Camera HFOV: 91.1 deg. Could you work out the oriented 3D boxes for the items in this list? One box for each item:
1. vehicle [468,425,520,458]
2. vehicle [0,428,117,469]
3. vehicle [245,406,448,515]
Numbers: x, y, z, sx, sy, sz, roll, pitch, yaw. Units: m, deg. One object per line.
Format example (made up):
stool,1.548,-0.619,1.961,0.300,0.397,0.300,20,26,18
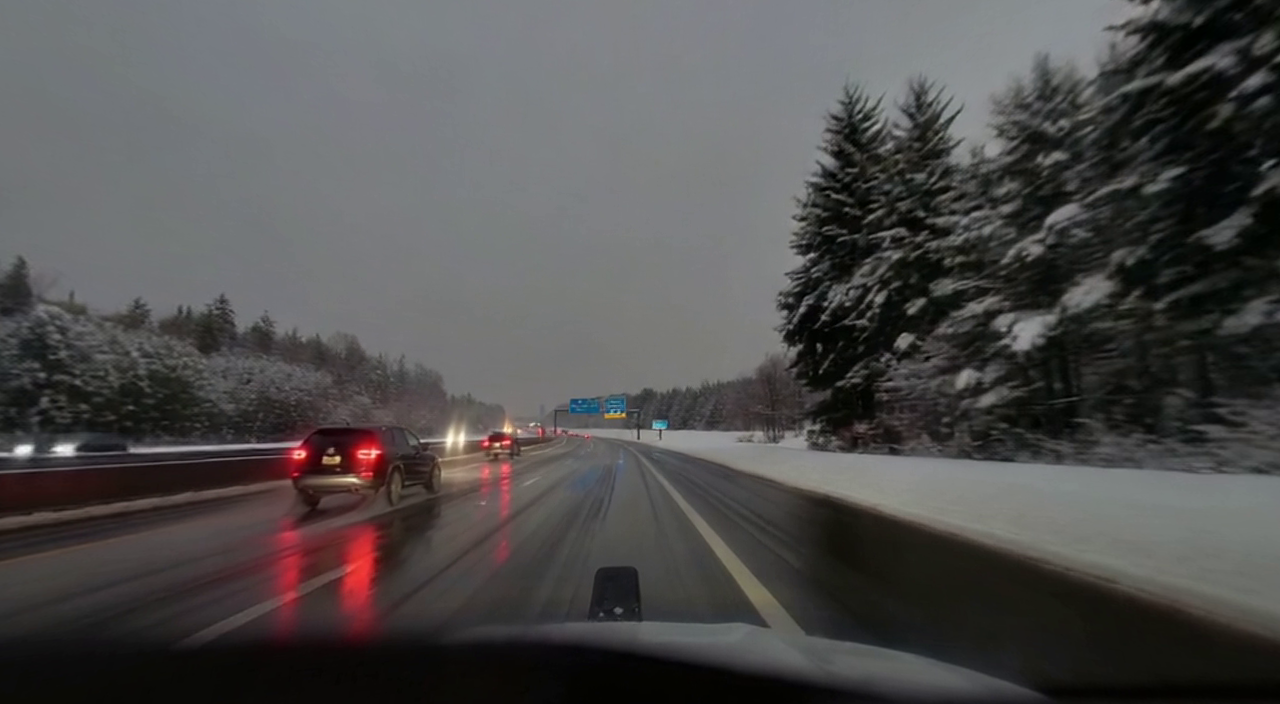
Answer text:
vehicle,-8.953,5.529,39.053,2.169,1.844,5.154,1,-8,-2
vehicle,-24.494,3.961,26.013,2.090,1.531,4.182,0,-8,-1
vehicle,-5.346,2.014,12.173,2.007,1.727,4.040,0,-8,-1
